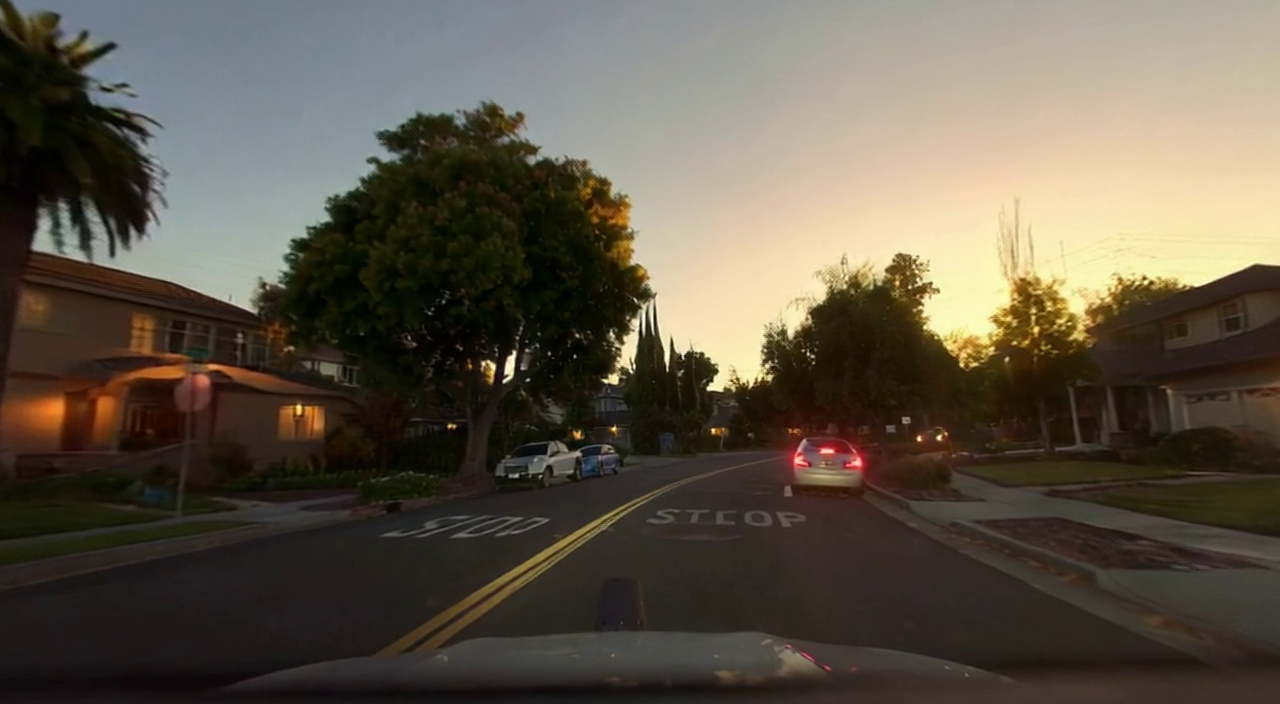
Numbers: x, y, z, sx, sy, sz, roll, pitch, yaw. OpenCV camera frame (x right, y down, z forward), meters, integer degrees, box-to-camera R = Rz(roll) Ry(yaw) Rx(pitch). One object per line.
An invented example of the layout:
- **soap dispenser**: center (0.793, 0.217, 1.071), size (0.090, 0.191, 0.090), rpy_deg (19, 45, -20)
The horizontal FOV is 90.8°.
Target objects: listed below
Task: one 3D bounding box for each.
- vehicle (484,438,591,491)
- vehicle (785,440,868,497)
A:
- **vehicle**: center (-3.584, 4.046, 23.207), size (2.030, 1.696, 4.828), rpy_deg (-3, -9, 16)
- **vehicle**: center (5.476, 3.426, 19.061), size (2.045, 1.478, 4.914), rpy_deg (-2, -9, 13)
